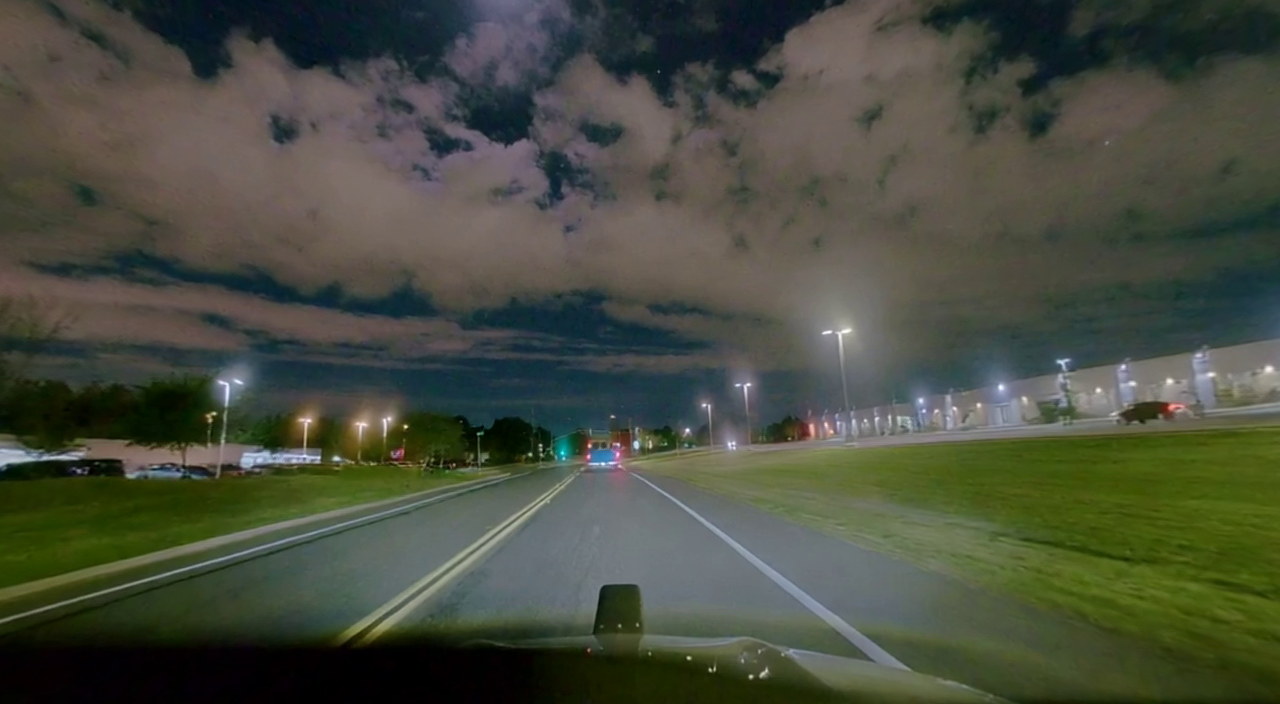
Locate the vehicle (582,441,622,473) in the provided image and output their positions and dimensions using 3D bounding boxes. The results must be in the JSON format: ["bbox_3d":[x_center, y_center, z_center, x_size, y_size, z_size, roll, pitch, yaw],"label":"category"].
[{"bbox_3d":[-2.644,7.195,43.487,2.556,2.063,5.578,1,-9,-4],"label":"vehicle"}]
